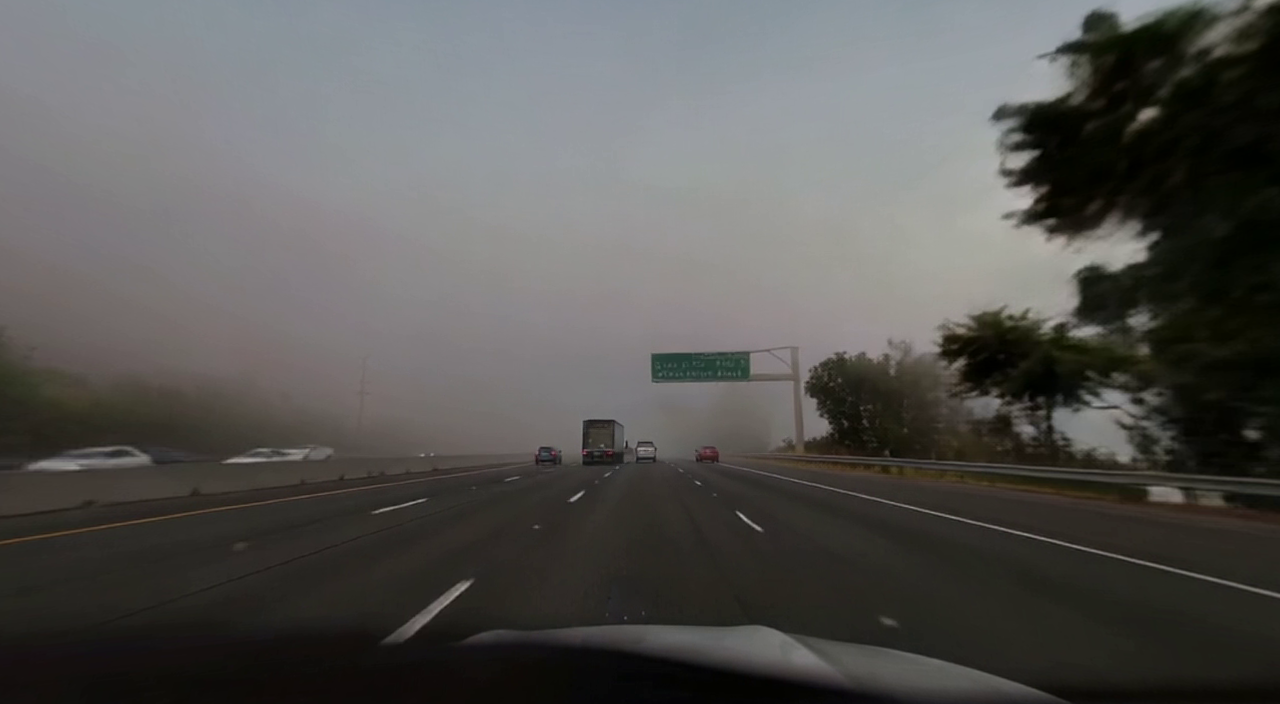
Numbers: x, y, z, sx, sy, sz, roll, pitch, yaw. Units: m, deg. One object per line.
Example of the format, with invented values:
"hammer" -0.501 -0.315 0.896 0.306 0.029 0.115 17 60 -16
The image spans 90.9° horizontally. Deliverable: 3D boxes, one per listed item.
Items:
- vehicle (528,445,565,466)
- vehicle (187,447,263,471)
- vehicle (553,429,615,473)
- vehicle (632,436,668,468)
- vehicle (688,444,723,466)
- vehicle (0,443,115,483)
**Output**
"vehicle" -6.902 7.684 47.015 1.965 1.437 4.592 -1 -8 2
"vehicle" -28.077 7.235 42.855 1.908 1.468 4.683 0 -8 1
"vehicle" -3.427 6.700 43.425 2.854 2.379 16.653 -1 -8 0
"vehicle" 0.630 6.780 43.084 2.309 2.023 5.130 0 -8 0
"vehicle" 4.677 7.376 45.485 1.993 1.474 4.230 0 -8 -1
"vehicle" -24.433 4.494 25.962 1.860 1.486 4.350 0 -8 0
